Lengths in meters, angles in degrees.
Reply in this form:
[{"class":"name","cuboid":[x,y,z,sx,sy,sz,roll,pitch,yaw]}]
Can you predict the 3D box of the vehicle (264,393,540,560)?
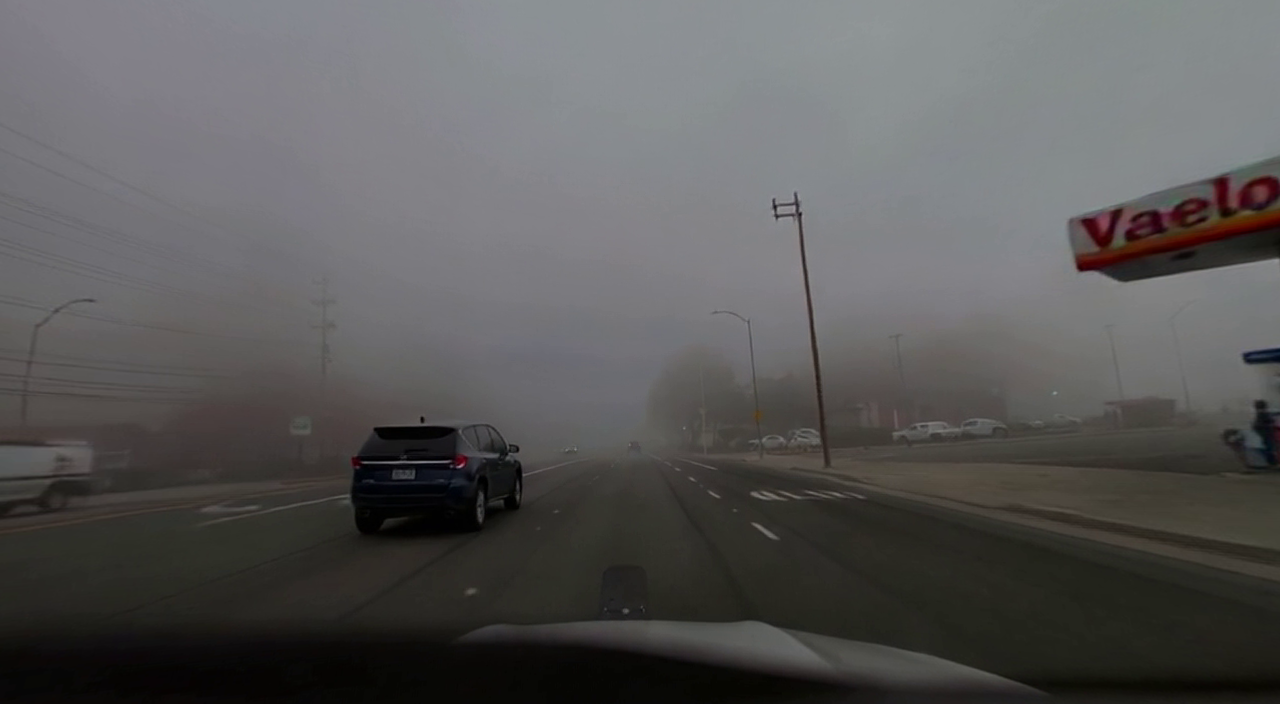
[{"class":"vehicle","cuboid":[-3.015,1.718,9.426,2.190,1.844,4.751,0,-8,1]}]
